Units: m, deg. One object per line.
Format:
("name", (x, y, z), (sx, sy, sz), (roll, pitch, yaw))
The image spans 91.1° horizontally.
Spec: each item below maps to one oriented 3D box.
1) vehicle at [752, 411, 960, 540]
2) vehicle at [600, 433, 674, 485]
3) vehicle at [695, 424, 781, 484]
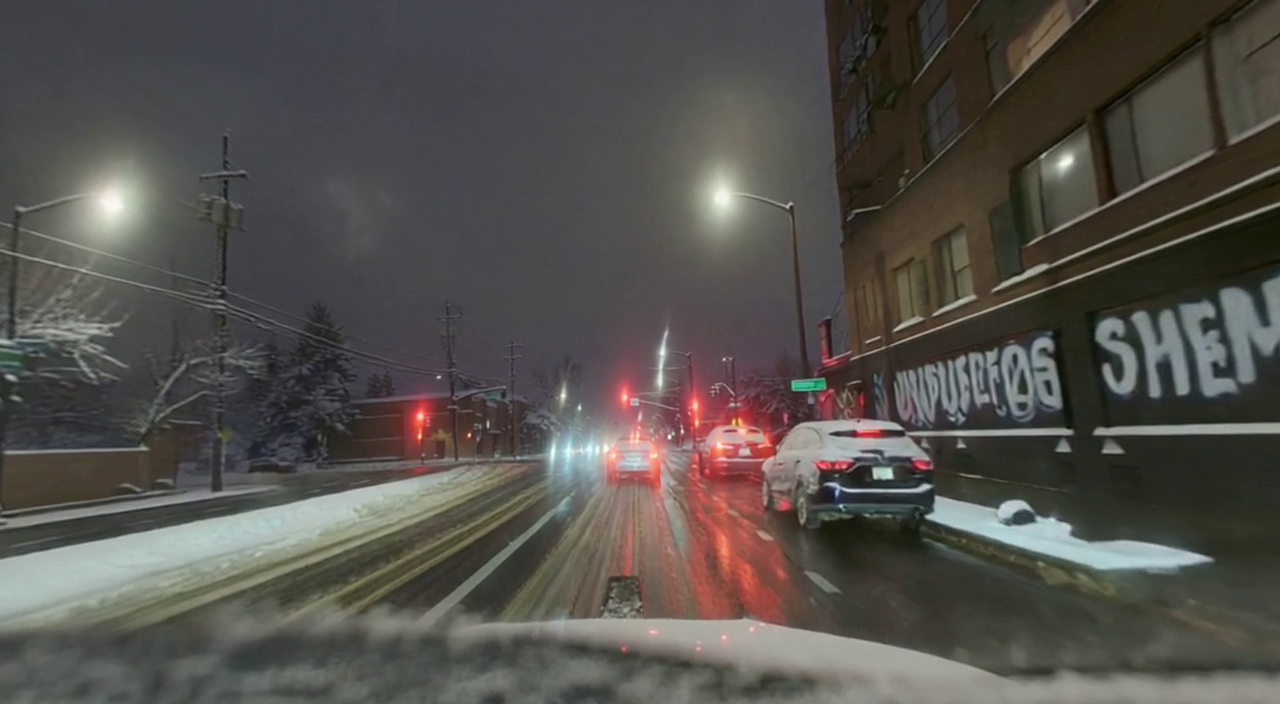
("vehicle", (3.306, 1.985, 10.716), (1.938, 1.714, 4.402), (0, -8, 0))
("vehicle", (-0.067, 3.468, 20.648), (2.153, 1.505, 4.452), (0, -8, 1))
("vehicle", (3.158, 3.426, 21.263), (2.060, 1.783, 4.579), (0, -8, -1))
